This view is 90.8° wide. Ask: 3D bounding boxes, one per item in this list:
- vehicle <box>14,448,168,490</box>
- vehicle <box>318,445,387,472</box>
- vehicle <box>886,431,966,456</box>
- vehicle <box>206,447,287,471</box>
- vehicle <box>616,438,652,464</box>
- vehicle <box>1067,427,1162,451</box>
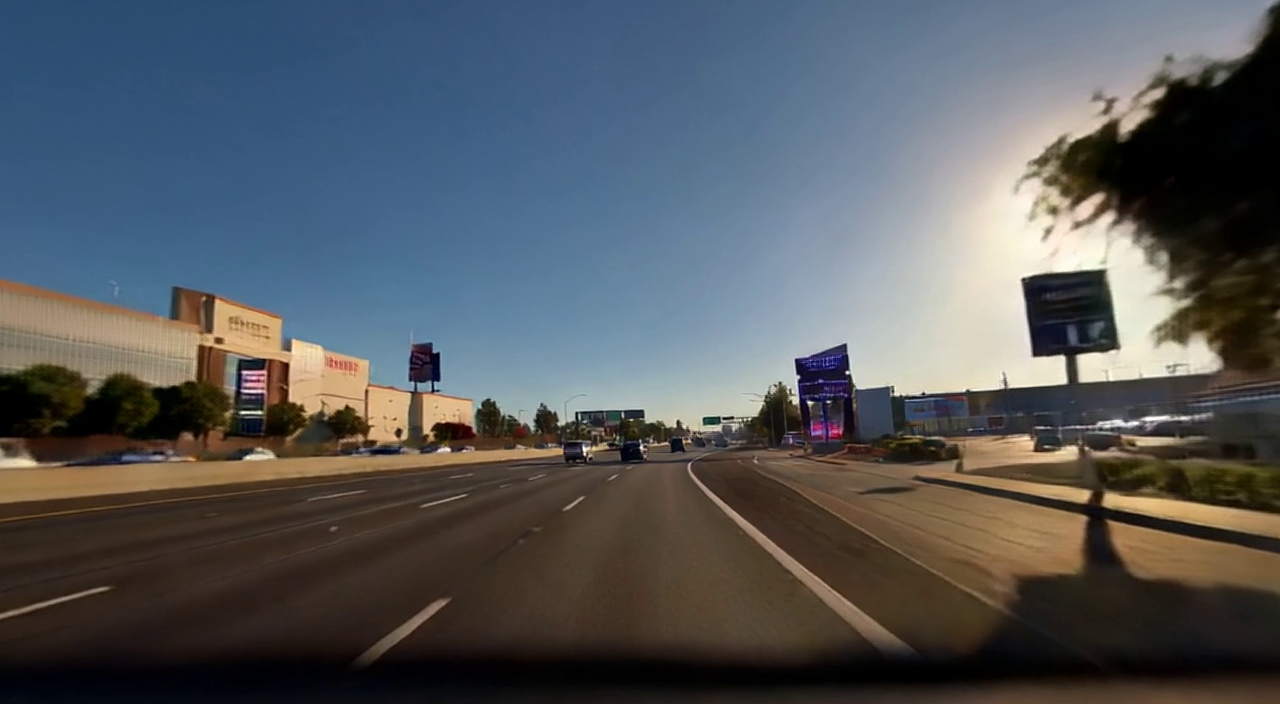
[{"bbox_3d":[-21.695,4.606,25.266,1.879,1.464,4.566,0,-8,4],"label":"vehicle"},{"bbox_3d":[-17.043,6.314,37.721,1.816,1.447,4.245,-1,-8,5],"label":"vehicle"},{"bbox_3d":[18.977,6.101,42.148,4.577,1.460,1.937,-6,-9,20],"label":"vehicle"},{"bbox_3d":[-25.815,7.023,41.704,1.885,1.469,4.788,-1,-8,7],"label":"vehicle"},{"bbox_3d":[-0.399,7.260,46.467,2.139,1.782,4.079,-1,-8,7],"label":"vehicle"},{"bbox_3d":[31.274,5.777,41.802,4.650,1.484,1.920,-5,-10,28],"label":"vehicle"}]
